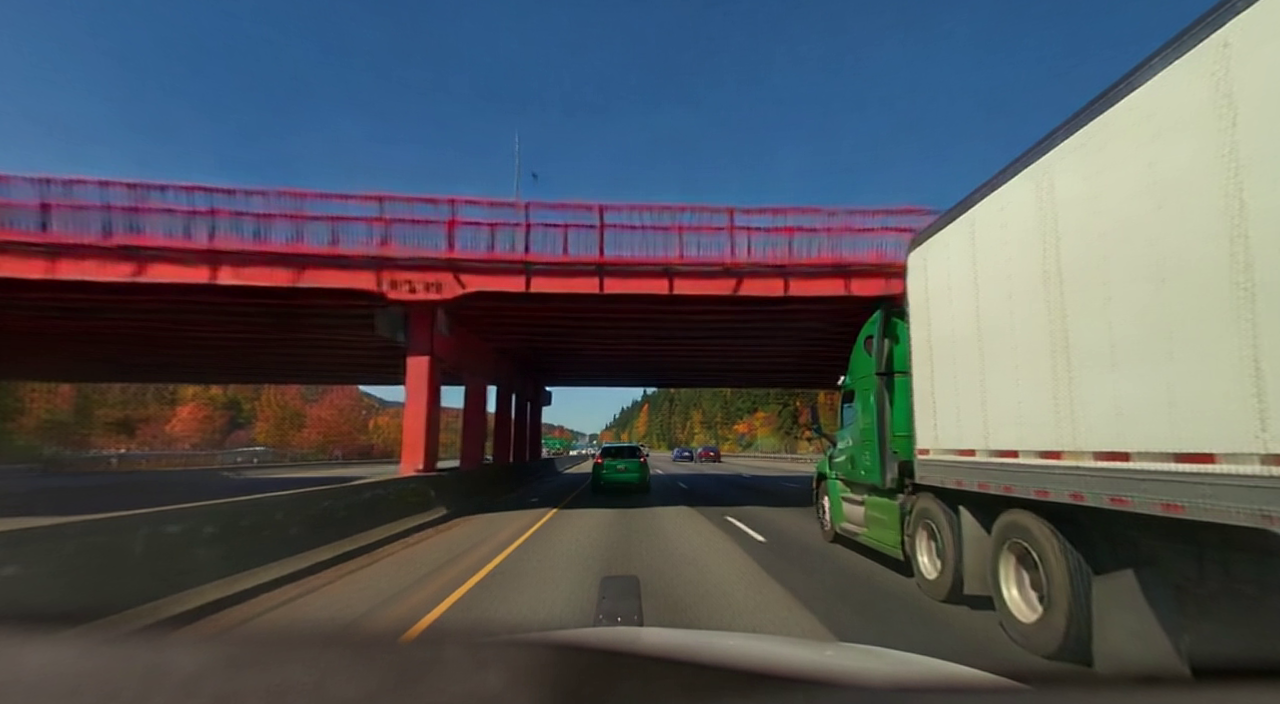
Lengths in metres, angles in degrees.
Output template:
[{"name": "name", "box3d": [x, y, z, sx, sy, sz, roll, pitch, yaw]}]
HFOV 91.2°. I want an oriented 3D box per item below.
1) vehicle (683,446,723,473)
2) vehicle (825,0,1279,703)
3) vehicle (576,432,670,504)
[{"name": "vehicle", "box3d": [3.734, 6.418, 37.685, 1.894, 1.487, 3.751, 0, -9, -2]}, {"name": "vehicle", "box3d": [4.258, -0.030, 4.394, 2.992, 3.920, 8.831, 0, -9, -1]}, {"name": "vehicle", "box3d": [-0.440, 3.107, 17.132, 2.259, 1.699, 4.015, 0, -9, -1]}]
